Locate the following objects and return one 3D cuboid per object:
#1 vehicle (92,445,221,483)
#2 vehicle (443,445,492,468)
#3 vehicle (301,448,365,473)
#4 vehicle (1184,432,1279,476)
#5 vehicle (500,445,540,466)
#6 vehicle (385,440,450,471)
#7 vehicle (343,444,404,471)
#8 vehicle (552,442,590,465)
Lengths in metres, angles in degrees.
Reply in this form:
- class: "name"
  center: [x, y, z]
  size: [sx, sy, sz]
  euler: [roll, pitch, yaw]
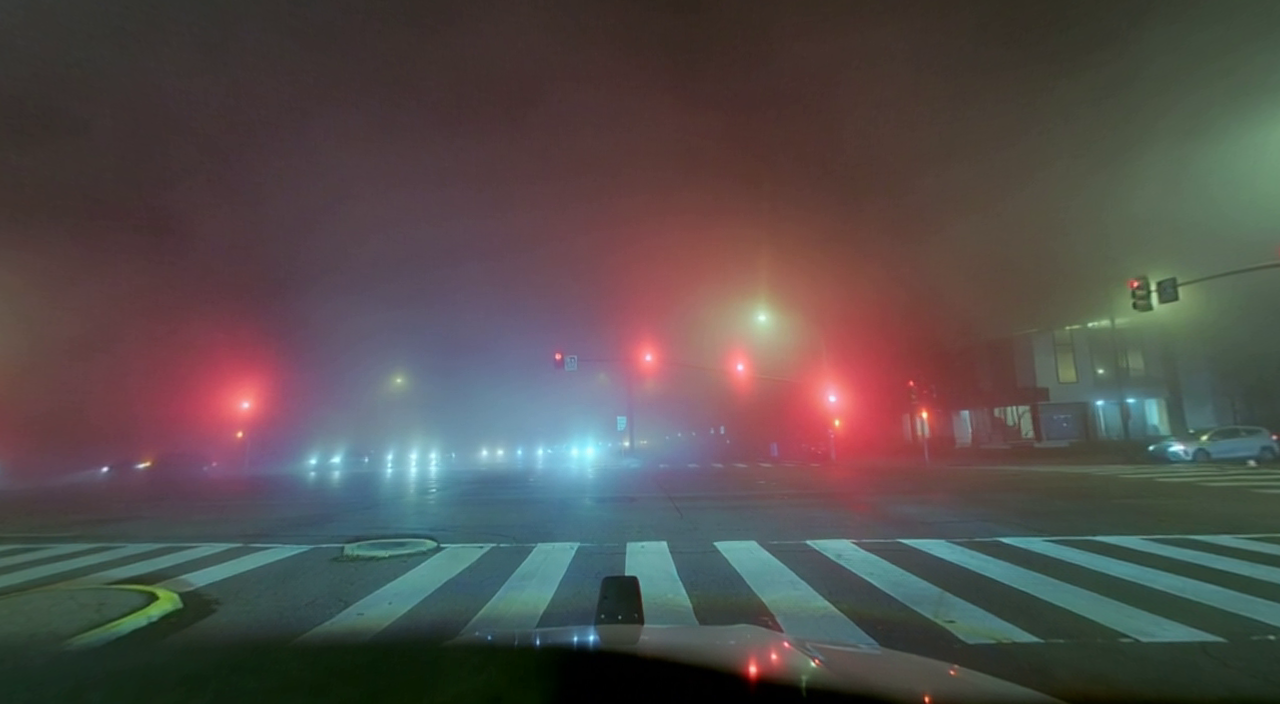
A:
- class: "vehicle"
  center: [-25.350, 5.843, 33.236]
  size: [2.032, 1.839, 4.884]
  euler: [-5, -10, 27]
- class: "vehicle"
  center: [-11.623, 7.072, 42.703]
  size: [1.911, 1.476, 4.297]
  euler: [-1, -9, 2]
- class: "vehicle"
  center: [-21.423, 7.566, 44.129]
  size: [1.929, 1.619, 4.577]
  euler: [-1, -9, 4]
- class: "vehicle"
  center: [22.326, 3.582, 22.235]
  size: [4.474, 1.477, 1.908]
  euler: [0, -9, -3]
- class: "vehicle"
  center: [-8.084, 7.006, 42.615]
  size: [1.910, 1.321, 3.692]
  euler: [0, -9, 1]
- class: "vehicle"
  center: [-15.120, 7.036, 43.157]
  size: [2.340, 1.946, 5.450]
  euler: [0, -9, 2]
- class: "vehicle"
  center: [-18.544, 7.347, 44.012]
  size: [2.237, 1.801, 4.541]
  euler: [0, -9, 1]
- class: "vehicle"
  center: [-4.518, 6.717, 41.685]
  size: [1.954, 1.431, 4.050]
  euler: [-1, -9, 2]
